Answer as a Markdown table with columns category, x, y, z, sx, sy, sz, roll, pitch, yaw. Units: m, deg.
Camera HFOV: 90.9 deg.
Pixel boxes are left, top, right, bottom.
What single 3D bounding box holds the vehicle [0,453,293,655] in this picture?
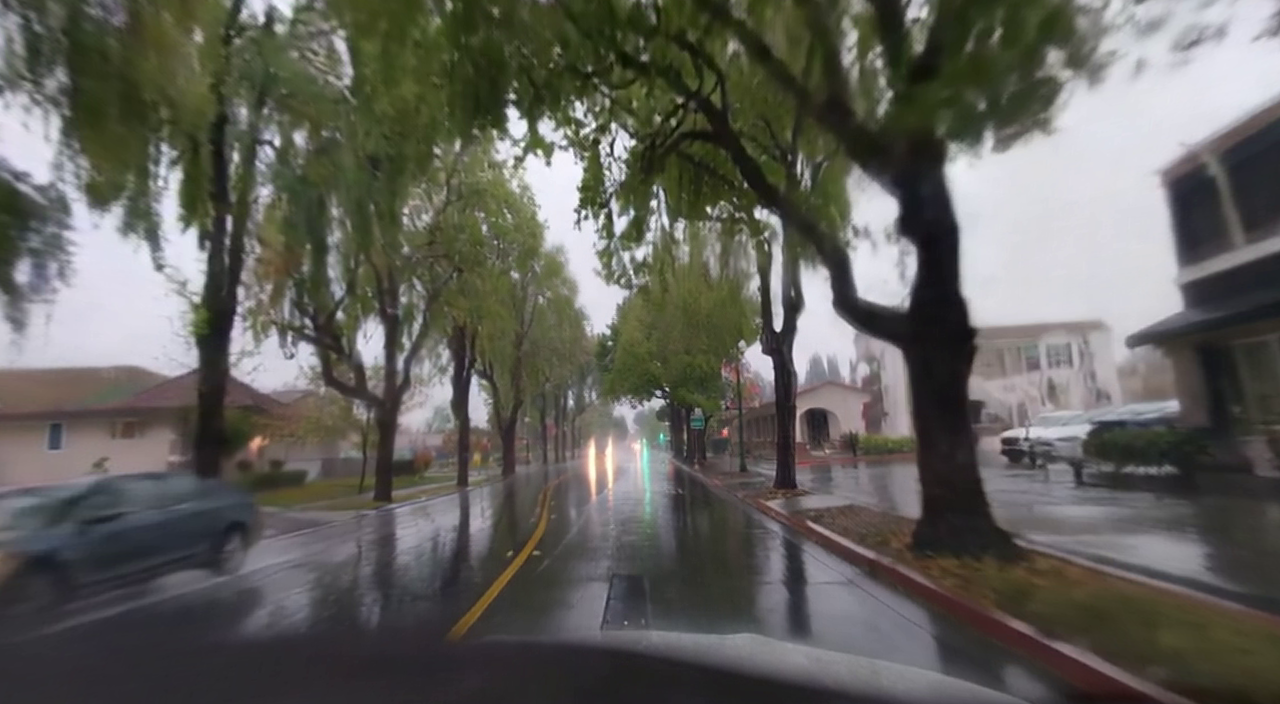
| category | x | y | z | sx | sy | sz | roll | pitch | yaw |
| --- | --- | --- | --- | --- | --- | --- | --- | --- | --- |
| vehicle | -5.835 | 1.910 | 6.550 | 1.956 | 1.452 | 4.426 | -5 | -8 | 0 |
